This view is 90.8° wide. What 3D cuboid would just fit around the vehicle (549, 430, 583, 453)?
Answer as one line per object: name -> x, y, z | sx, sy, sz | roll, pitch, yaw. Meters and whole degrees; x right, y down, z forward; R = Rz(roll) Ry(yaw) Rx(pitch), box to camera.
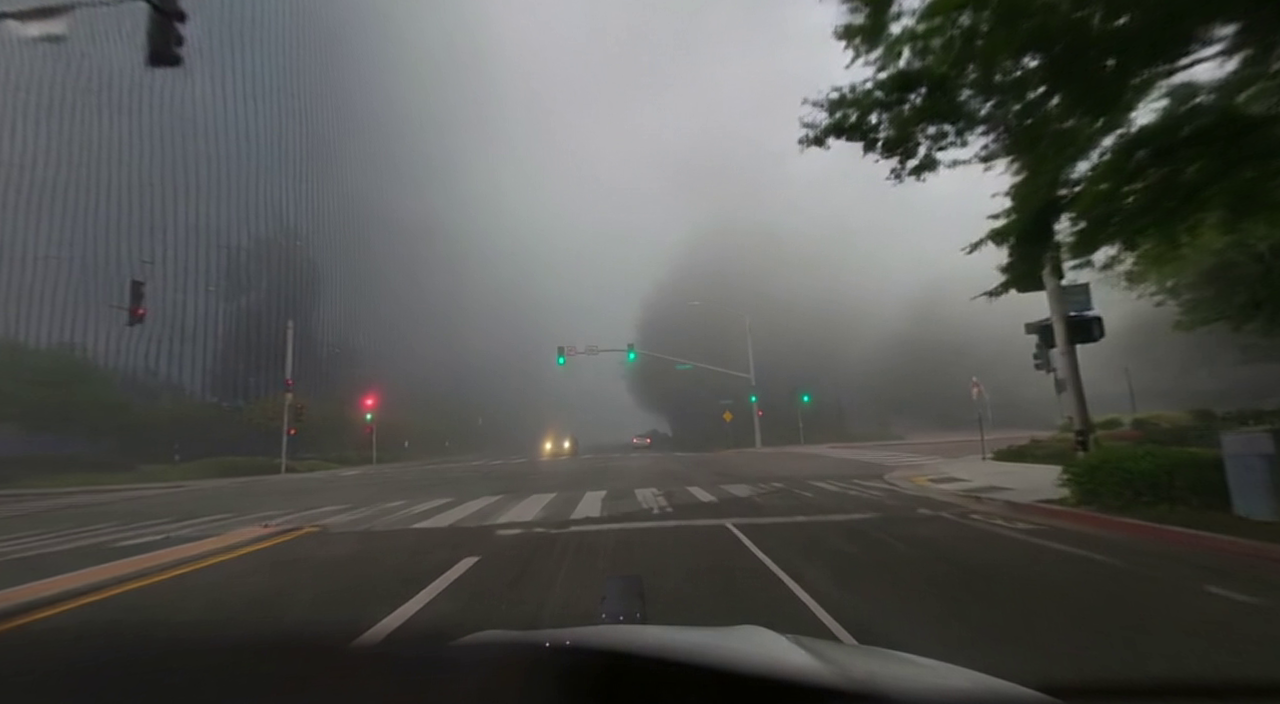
vehicle -> -5.579, 6.838, 48.099 | 1.988, 1.666, 4.074 | 0, -8, 1
